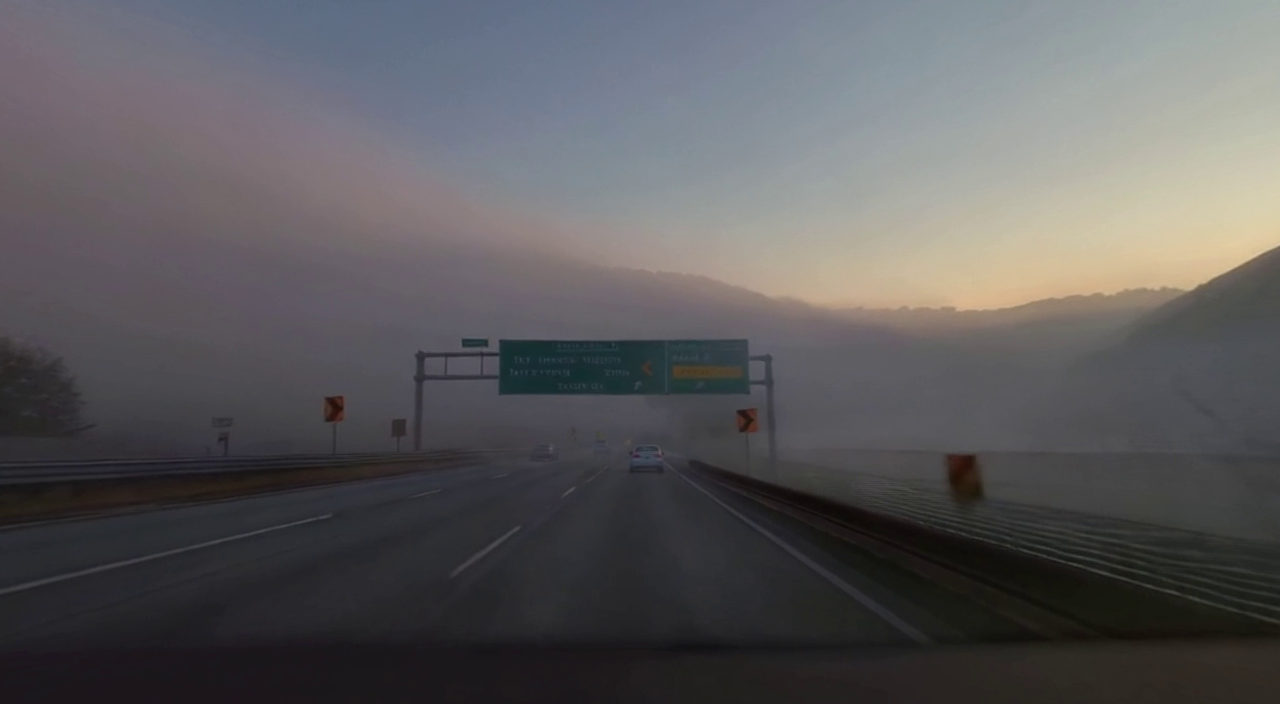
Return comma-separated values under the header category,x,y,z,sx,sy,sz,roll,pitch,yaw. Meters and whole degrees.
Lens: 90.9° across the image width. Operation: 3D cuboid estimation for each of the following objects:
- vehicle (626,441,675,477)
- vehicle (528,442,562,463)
category,x,y,z,sx,sy,sz,roll,pitch,yaw
vehicle,0.417,4.783,28.301,2.019,1.475,4.301,1,-9,-1
vehicle,-7.100,7.569,47.444,1.955,1.468,3.637,0,-9,0
